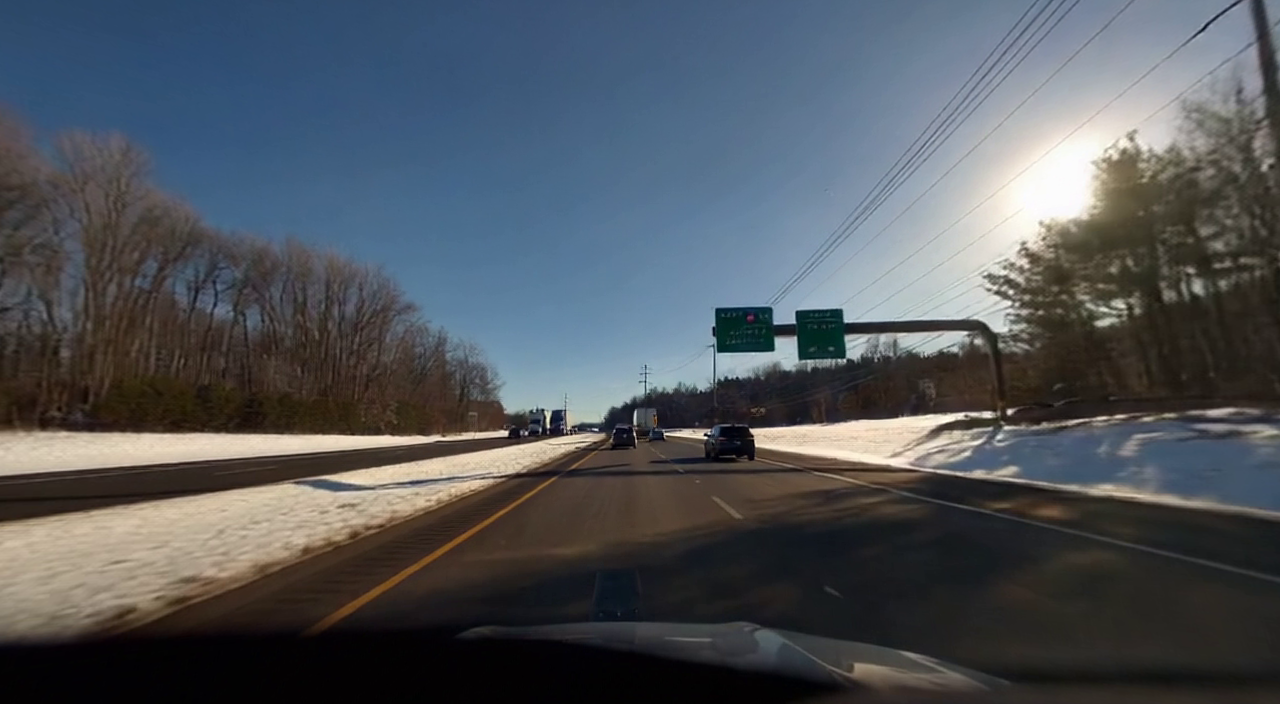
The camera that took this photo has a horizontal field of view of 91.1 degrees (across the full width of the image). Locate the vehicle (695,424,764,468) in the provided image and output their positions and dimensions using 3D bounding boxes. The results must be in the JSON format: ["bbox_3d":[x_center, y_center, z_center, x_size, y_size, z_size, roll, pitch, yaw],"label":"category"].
[{"bbox_3d":[3.412,3.657,24.695,2.062,1.581,3.914,0,-8,-1],"label":"vehicle"}]

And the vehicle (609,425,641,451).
[{"bbox_3d":[-0.982,5.678,41.452,2.019,1.642,3.790,0,-8,-1],"label":"vehicle"}]
